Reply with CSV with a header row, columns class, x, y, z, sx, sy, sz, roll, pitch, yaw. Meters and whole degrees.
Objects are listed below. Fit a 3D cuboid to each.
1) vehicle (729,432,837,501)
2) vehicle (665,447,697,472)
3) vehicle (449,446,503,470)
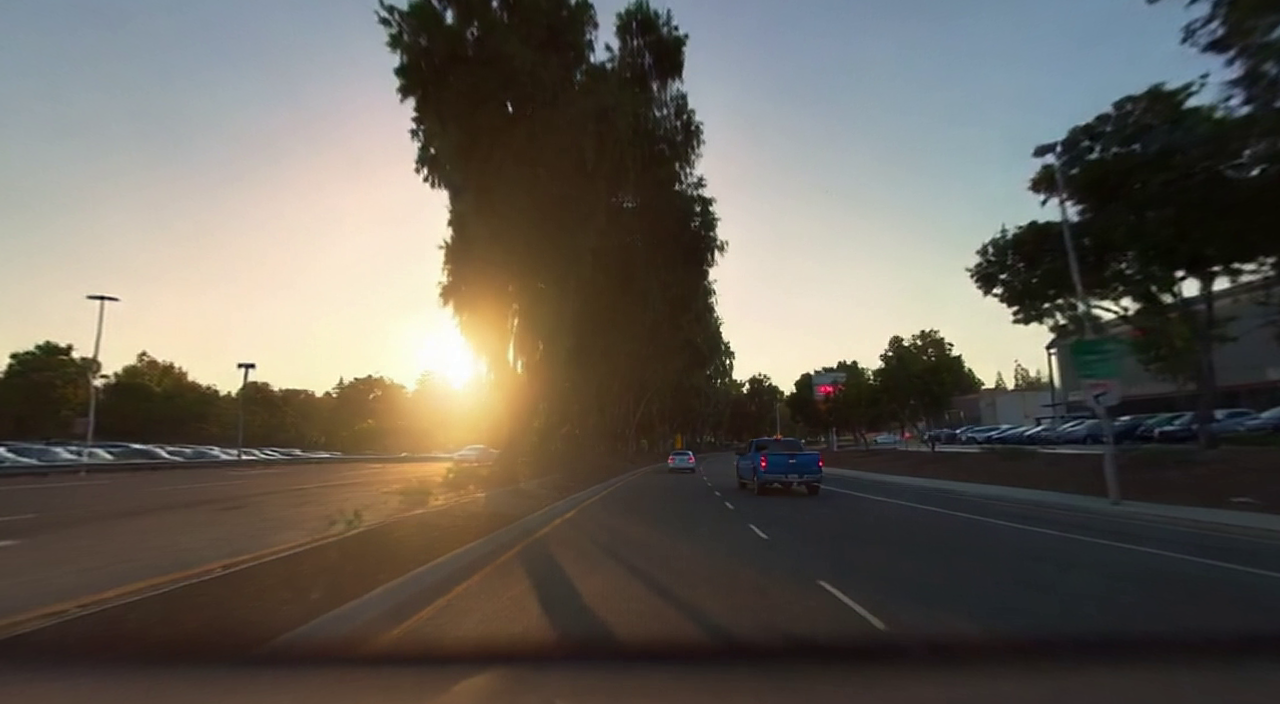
class,x,y,z,sx,sy,sz,roll,pitch,yaw
vehicle,4.451,3.683,20.690,2.367,1.919,5.651,0,-9,2
vehicle,2.708,7.025,41.221,1.968,1.521,4.262,0,-9,5
vehicle,-11.228,7.298,43.514,2.008,1.553,4.642,-1,-9,6
